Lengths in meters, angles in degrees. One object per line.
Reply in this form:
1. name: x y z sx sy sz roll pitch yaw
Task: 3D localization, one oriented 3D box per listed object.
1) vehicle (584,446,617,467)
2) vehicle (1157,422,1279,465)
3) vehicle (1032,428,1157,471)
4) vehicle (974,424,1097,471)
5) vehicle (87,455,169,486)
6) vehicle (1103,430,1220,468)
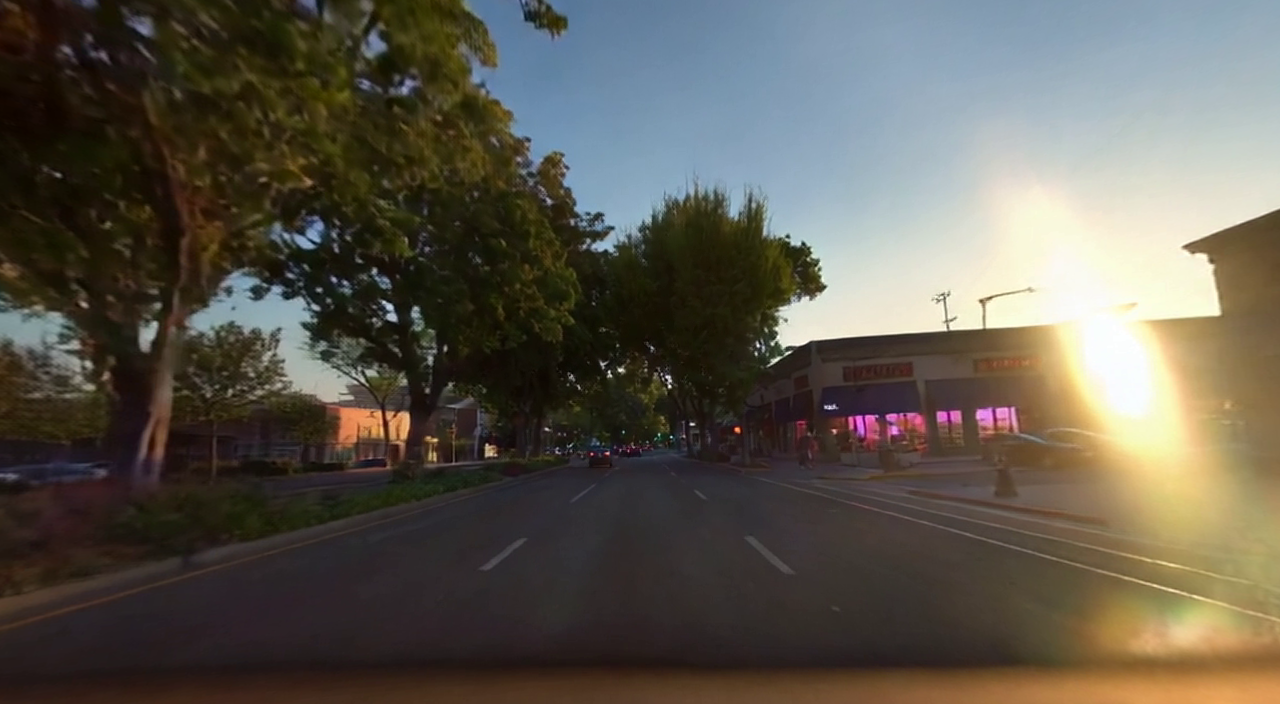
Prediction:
1. vehicle: -2.809 7.576 45.927 2.082 1.460 4.442 -1 -9 1
2. vehicle: 25.387 3.993 27.446 2.024 1.683 4.322 0 -9 0
3. vehicle: 19.617 4.212 27.502 2.074 1.607 4.465 -2 -8 -1
4. vehicle: 16.966 4.139 27.410 2.038 1.827 4.870 0 -9 -2
5. vehicle: -31.456 7.269 38.912 1.830 1.663 4.166 0 -9 -6
6. vehicle: 22.487 4.187 27.392 1.828 1.450 3.730 -2 -8 0
